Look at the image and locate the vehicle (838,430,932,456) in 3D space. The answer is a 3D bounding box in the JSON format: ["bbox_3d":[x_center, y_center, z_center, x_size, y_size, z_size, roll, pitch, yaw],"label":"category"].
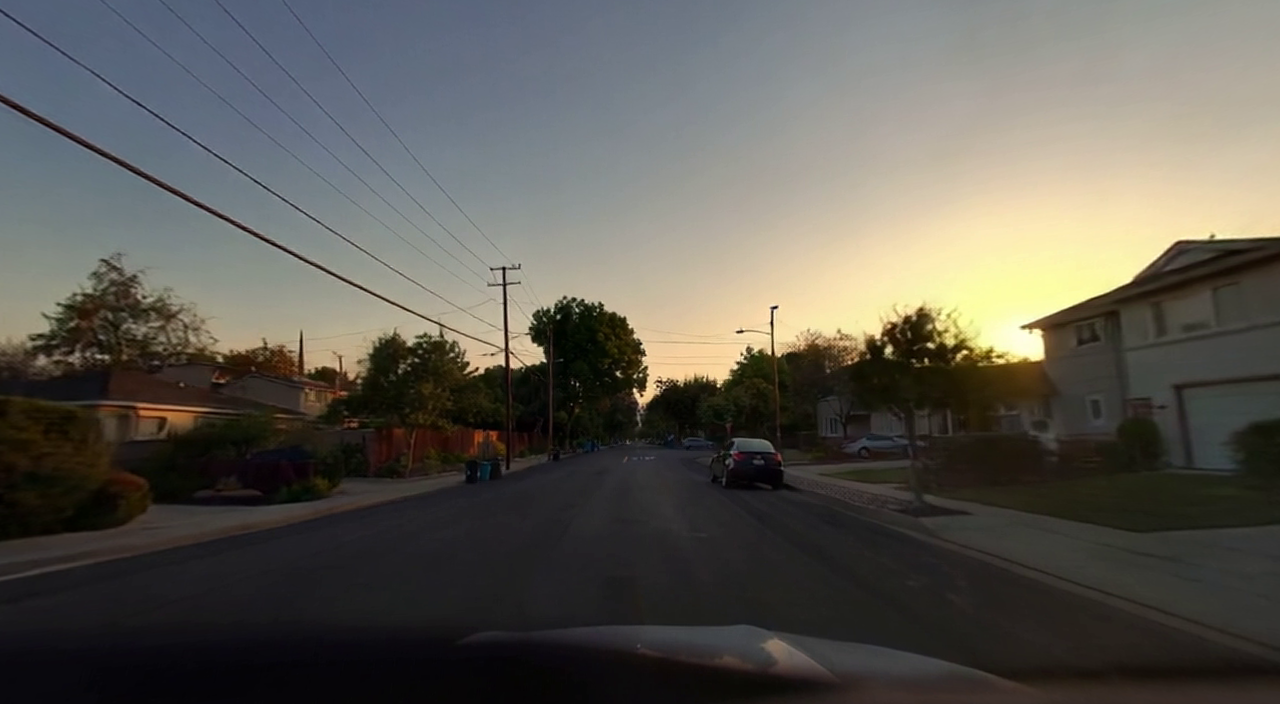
[{"bbox_3d":[14.445,5.413,37.515,4.737,1.493,2.001,-1,-8,4],"label":"vehicle"}]

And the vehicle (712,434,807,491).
[{"bbox_3d":[3.560,3.391,19.761,2.012,1.531,4.557,0,-8,-1],"label":"vehicle"}]
